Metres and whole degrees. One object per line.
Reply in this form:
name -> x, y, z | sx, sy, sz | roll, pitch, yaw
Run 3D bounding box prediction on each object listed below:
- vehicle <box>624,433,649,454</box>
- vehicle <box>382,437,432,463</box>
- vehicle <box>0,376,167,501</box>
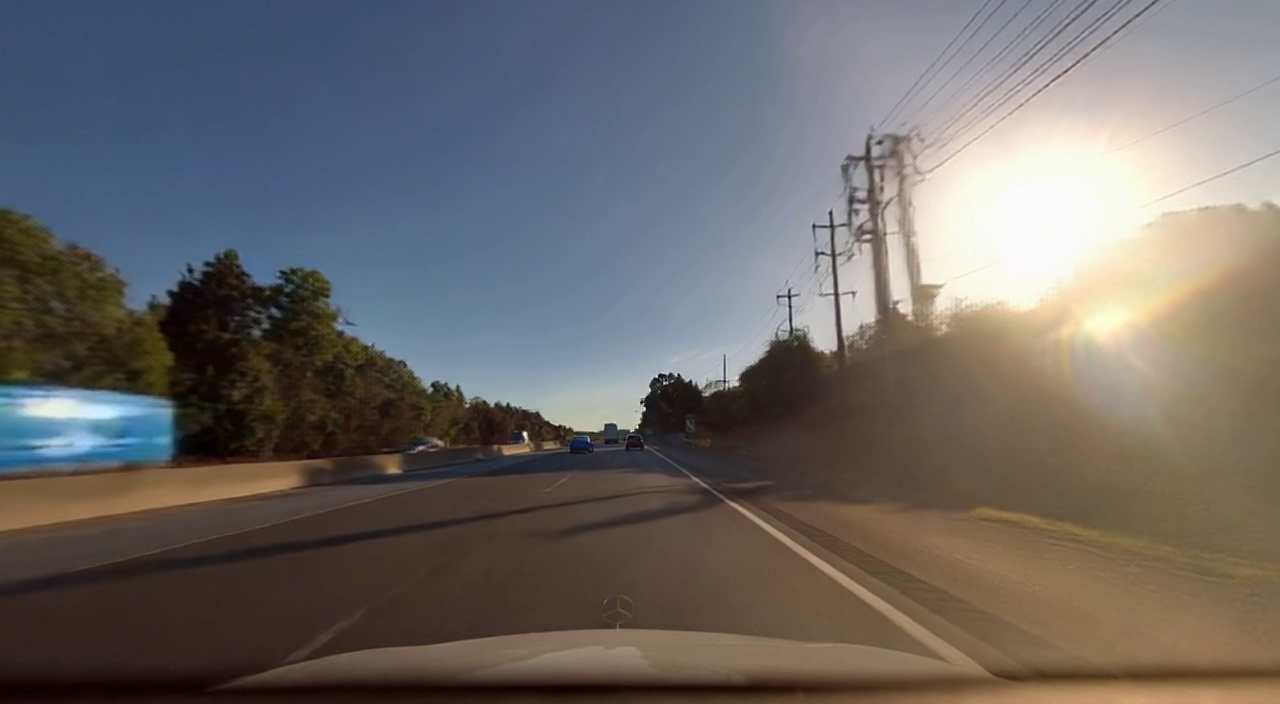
vehicle -> -0.294, 6.952, 48.020 | 1.890, 1.472, 3.716 | 0, -8, -1
vehicle -> -13.096, 5.490, 35.625 | 1.552, 1.361, 3.351 | 0, -8, -1
vehicle -> -17.087, 2.363, 17.269 | 2.656, 3.032, 7.159 | 0, -8, -1
